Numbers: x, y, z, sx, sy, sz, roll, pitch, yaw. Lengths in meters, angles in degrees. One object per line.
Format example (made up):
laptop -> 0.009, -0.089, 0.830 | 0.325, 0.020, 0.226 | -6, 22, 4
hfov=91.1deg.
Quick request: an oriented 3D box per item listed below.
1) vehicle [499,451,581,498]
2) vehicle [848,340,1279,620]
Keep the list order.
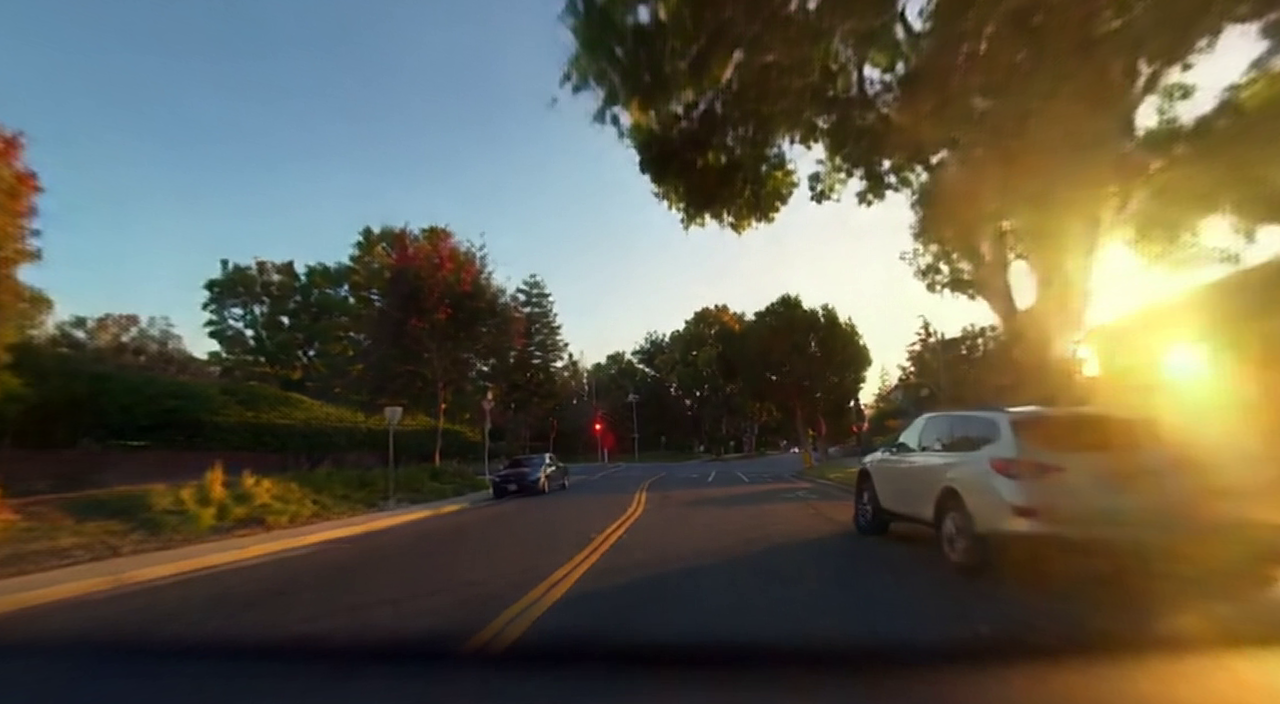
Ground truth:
vehicle -> -3.671, 4.557, 23.787 | 2.033, 1.456, 4.370 | -3, -8, 5
vehicle -> 4.666, 1.525, 8.023 | 2.624, 2.227, 5.508 | 2, -10, 6
